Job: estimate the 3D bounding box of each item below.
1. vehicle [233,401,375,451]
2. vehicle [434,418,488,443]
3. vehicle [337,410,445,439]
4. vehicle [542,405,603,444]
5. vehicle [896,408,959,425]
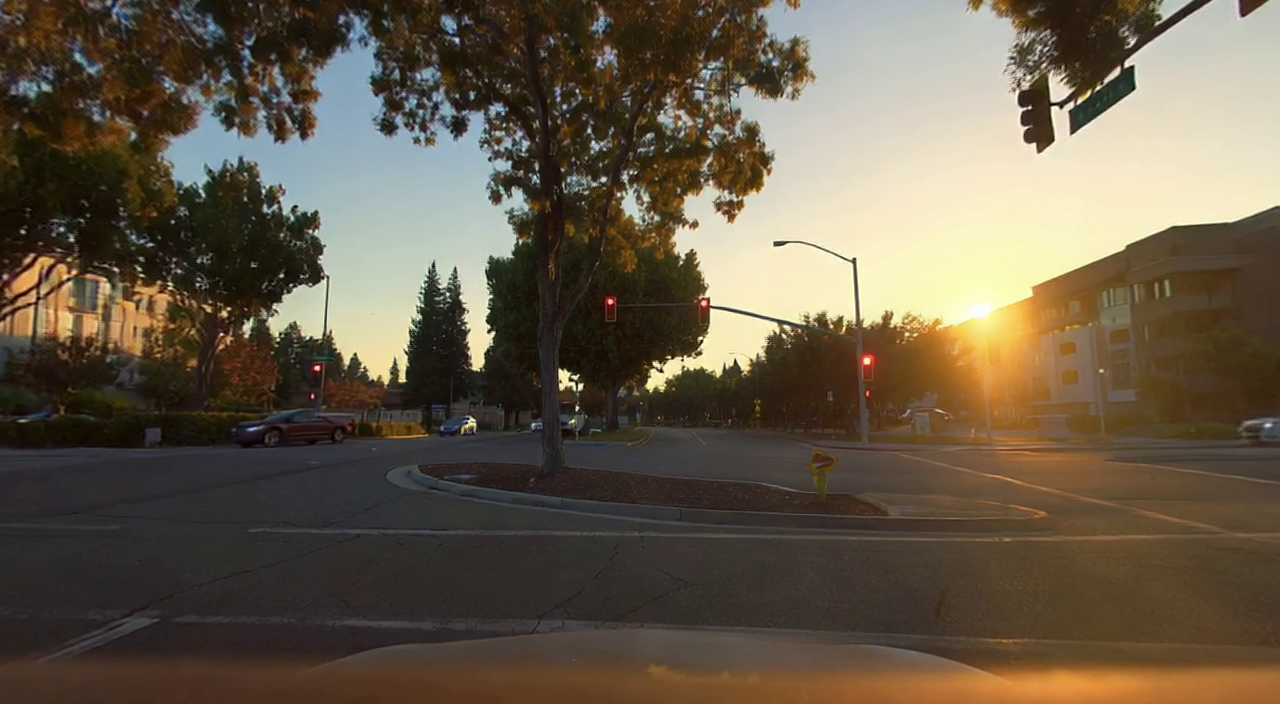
[{"bbox_3d":[-14.108,3.232,26.938,2.340,1.902,4.920,-3,-9,20],"label":"vehicle"},{"bbox_3d":[-11.315,5.032,40.213,1.899,1.510,4.294,-1,-8,4],"label":"vehicle"},{"bbox_3d":[-17.131,5.094,43.762,6.496,1.847,2.164,8,-11,-42],"label":"vehicle"},{"bbox_3d":[-3.484,3.987,33.896,2.306,1.907,5.382,-1,-9,4],"label":"vehicle"},{"bbox_3d":[22.002,4.938,48.440,3.933,1.219,1.700,-1,-9,3],"label":"vehicle"}]
